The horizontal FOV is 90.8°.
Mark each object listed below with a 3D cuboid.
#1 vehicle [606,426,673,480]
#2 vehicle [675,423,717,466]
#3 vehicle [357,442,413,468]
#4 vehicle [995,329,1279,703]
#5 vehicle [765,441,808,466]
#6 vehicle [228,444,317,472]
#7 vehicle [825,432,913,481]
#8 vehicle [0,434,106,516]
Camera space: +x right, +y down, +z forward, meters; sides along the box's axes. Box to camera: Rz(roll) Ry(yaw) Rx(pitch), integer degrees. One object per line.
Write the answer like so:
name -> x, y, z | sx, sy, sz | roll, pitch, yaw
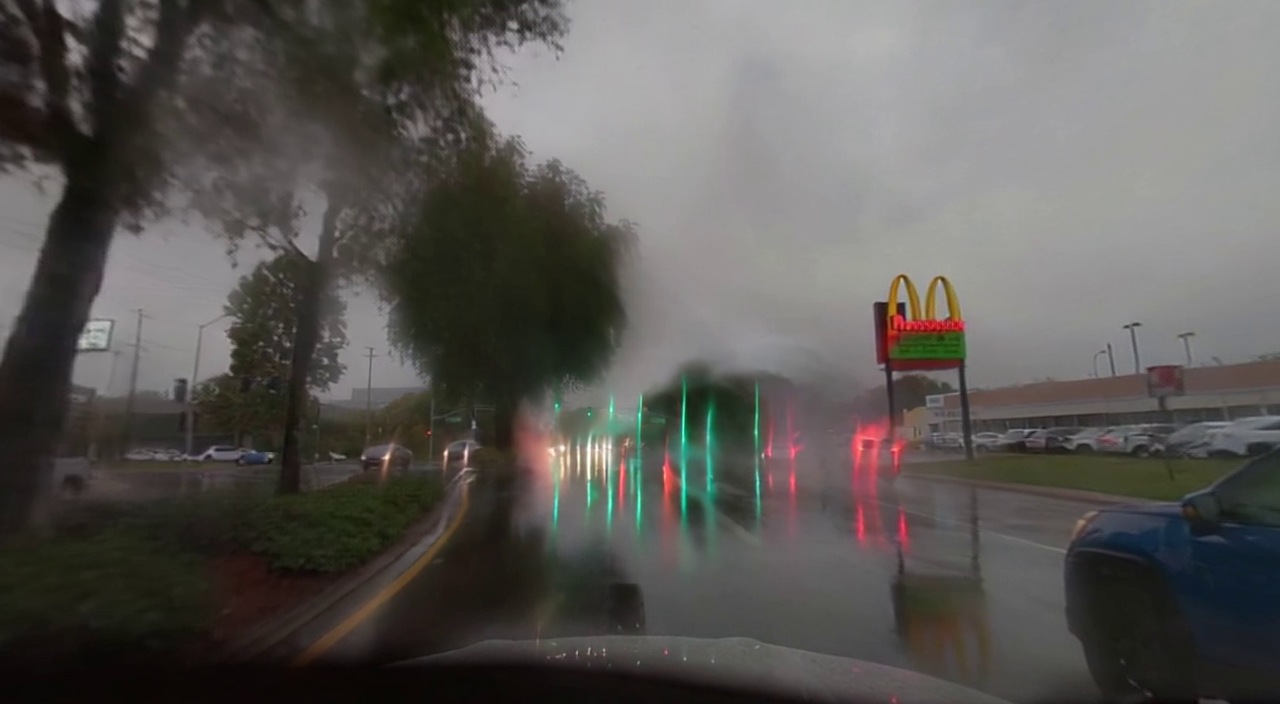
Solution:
vehicle -> -0.076, 3.959, 24.952 | 2.402, 1.938, 4.535 | 0, -8, -1
vehicle -> 3.578, 5.948, 40.997 | 2.239, 2.586, 4.586 | 1, -8, -1
vehicle -> -18.625, 7.538, 46.356 | 2.050, 1.797, 4.945 | 0, -8, 0
vehicle -> 3.402, 0.716, 1.894 | 2.076, 1.716, 4.416 | 0, -8, 0
vehicle -> 9.517, 6.621, 41.275 | 1.879, 1.517, 4.006 | 0, -8, 0
vehicle -> -27.404, 7.903, 47.231 | 5.258, 1.970, 2.363 | -1, -8, 4
vehicle -> 9.045, 4.167, 25.398 | 1.977, 1.786, 4.344 | 0, -8, 1
vehicle -> -14.337, 2.655, 13.507 | 2.136, 1.676, 4.371 | -1, -10, -3
